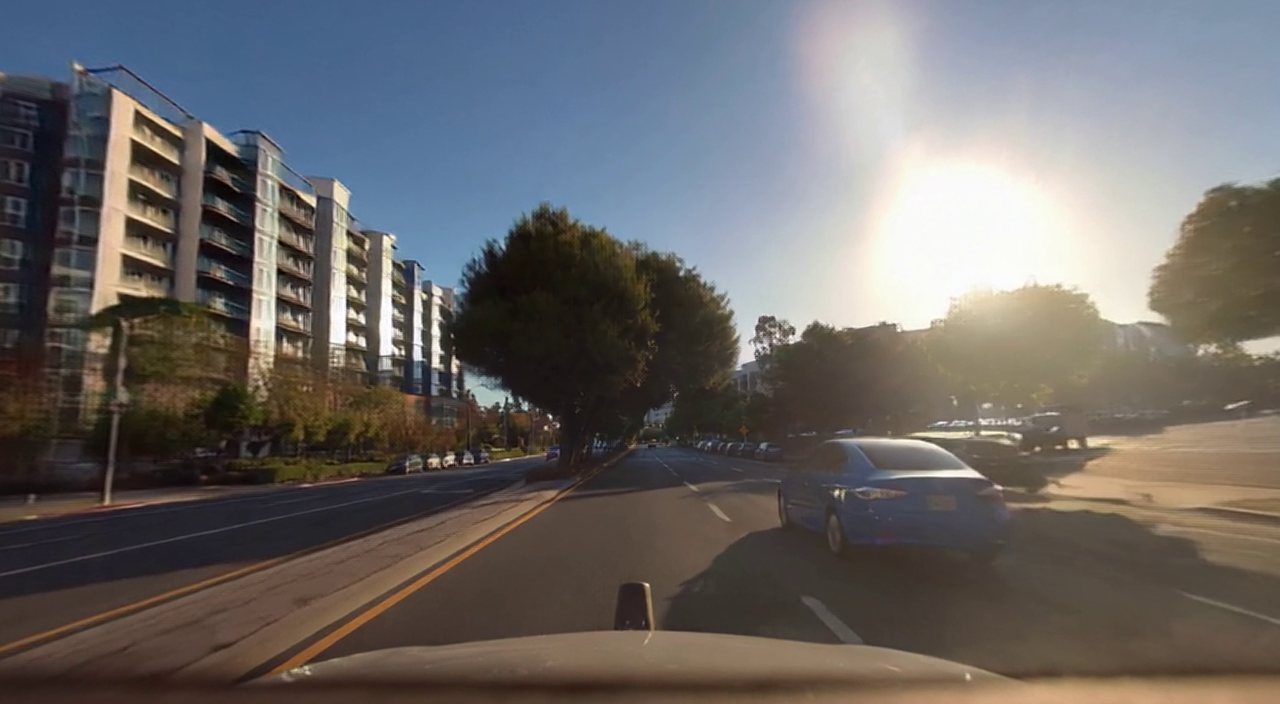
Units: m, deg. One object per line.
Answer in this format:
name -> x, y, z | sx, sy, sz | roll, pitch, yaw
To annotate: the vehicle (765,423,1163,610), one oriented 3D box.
vehicle -> 2.994, 1.629, 7.249 | 2.141, 1.443, 4.499 | 0, -9, -1
